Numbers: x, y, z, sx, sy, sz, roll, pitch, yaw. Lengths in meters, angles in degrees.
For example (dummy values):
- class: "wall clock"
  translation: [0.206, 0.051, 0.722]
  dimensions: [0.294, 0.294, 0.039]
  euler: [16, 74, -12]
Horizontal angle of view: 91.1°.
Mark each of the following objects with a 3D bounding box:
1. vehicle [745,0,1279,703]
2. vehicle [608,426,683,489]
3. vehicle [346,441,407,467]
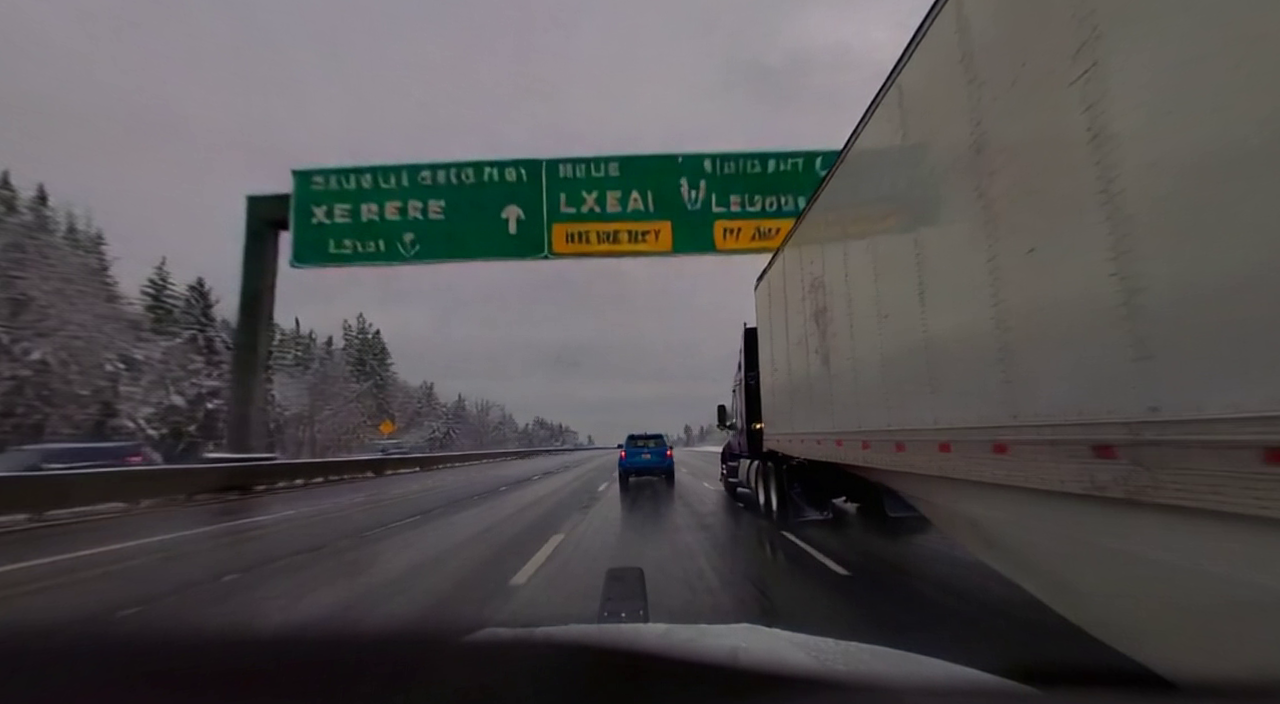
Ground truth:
- class: "vehicle"
  translation: [3.392, -0.138, 4.585]
  dimensions: [2.909, 4.135, 15.820]
  euler: [-1, -8, 1]
- class: "vehicle"
  translation: [0.188, 3.191, 19.303]
  dimensions: [2.054, 1.706, 4.201]
  euler: [0, -8, 1]
- class: "vehicle"
  translation: [-18.435, 7.147, 44.180]
  dimensions: [2.016, 1.678, 4.947]
  euler: [0, -8, 2]
